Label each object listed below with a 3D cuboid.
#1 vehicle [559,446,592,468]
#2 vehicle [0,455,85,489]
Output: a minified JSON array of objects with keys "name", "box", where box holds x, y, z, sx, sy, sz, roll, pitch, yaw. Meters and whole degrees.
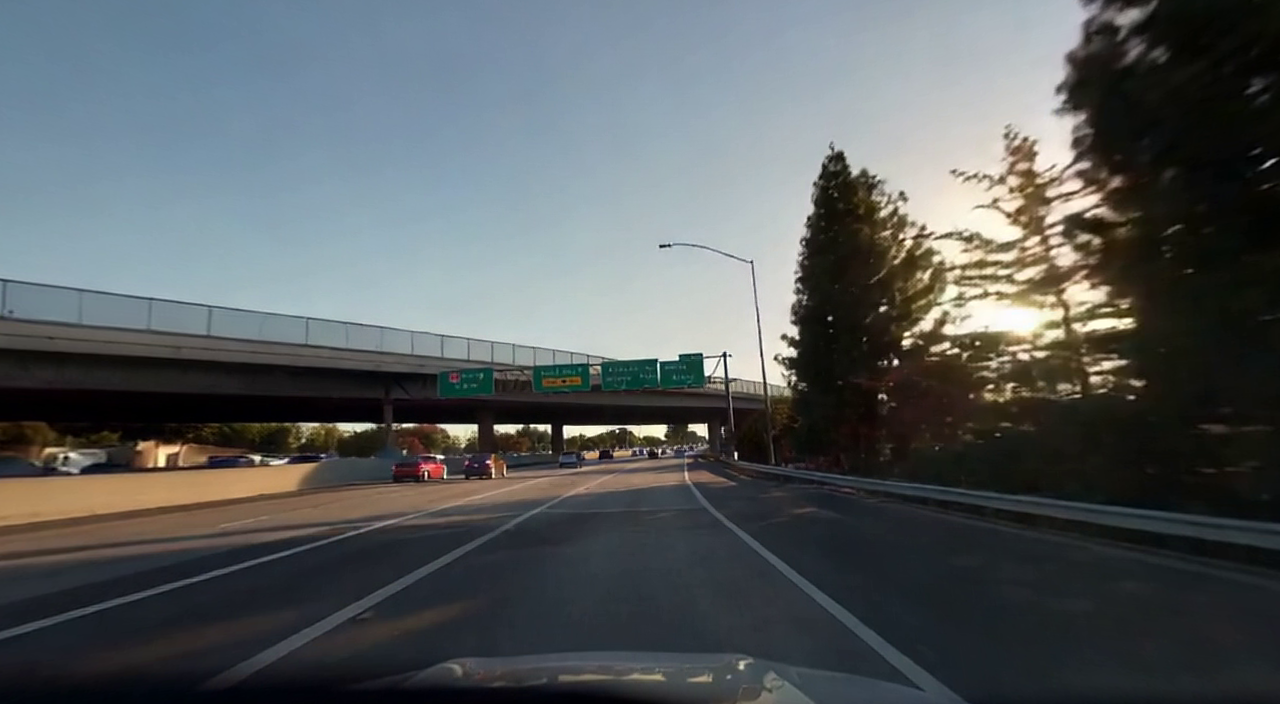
[{"name":"vehicle","box":[-4.748,7.852,47.276,2.271,1.537,4.029,0,-9,-3]},{"name":"vehicle","box":[-34.699,6.757,35.839,2.189,1.710,4.614,-1,-9,1]}]
